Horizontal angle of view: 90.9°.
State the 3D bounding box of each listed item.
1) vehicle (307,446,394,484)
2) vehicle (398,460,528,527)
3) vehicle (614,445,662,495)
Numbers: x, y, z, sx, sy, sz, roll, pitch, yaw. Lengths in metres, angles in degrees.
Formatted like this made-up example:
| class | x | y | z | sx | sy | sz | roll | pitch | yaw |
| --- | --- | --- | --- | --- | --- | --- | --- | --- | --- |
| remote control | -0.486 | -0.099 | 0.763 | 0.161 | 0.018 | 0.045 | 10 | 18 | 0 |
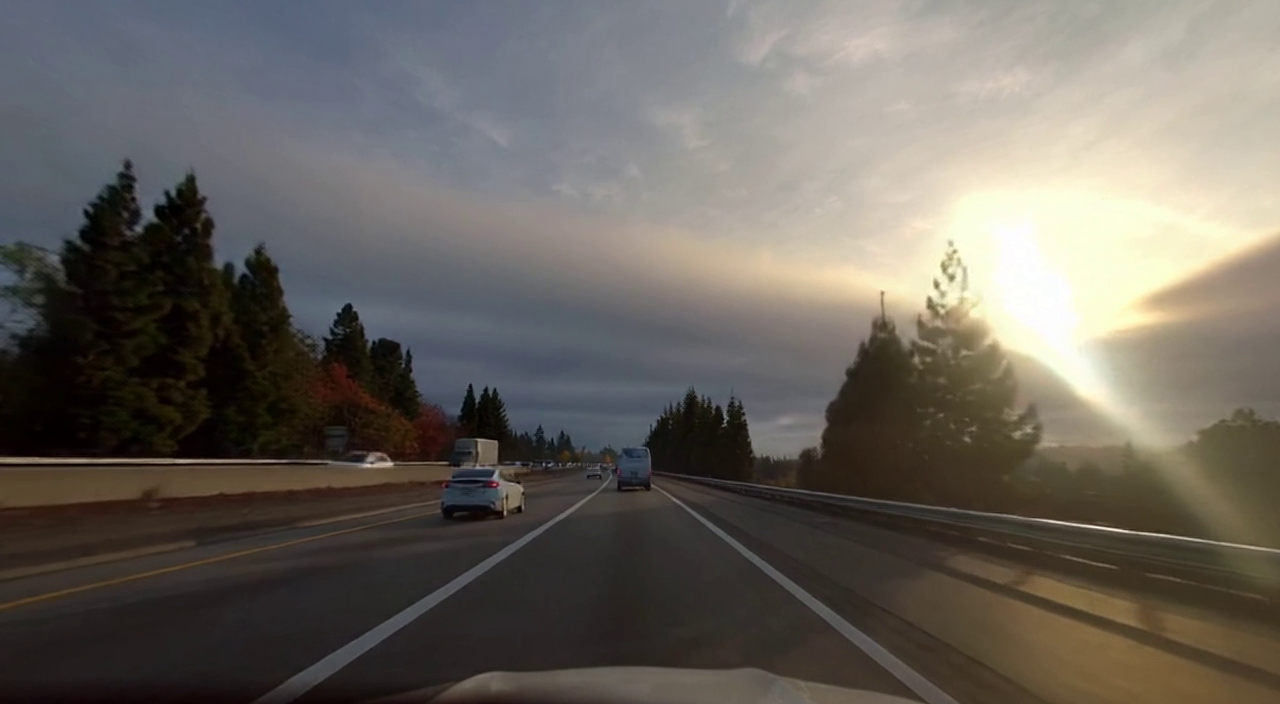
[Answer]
| class | x | y | z | sx | sy | sz | roll | pitch | yaw |
| --- | --- | --- | --- | --- | --- | --- | --- | --- | --- |
| vehicle | -13.616 | 5.375 | 29.974 | 1.982 | 1.609 | 4.537 | 1 | -11 | -1 |
| vehicle | -4.511 | 3.704 | 16.933 | 2.128 | 1.491 | 4.508 | 1 | -11 | 1 |
| vehicle | -0.164 | 6.687 | 35.843 | 2.482 | 2.549 | 5.447 | 1 | -11 | -1 |
